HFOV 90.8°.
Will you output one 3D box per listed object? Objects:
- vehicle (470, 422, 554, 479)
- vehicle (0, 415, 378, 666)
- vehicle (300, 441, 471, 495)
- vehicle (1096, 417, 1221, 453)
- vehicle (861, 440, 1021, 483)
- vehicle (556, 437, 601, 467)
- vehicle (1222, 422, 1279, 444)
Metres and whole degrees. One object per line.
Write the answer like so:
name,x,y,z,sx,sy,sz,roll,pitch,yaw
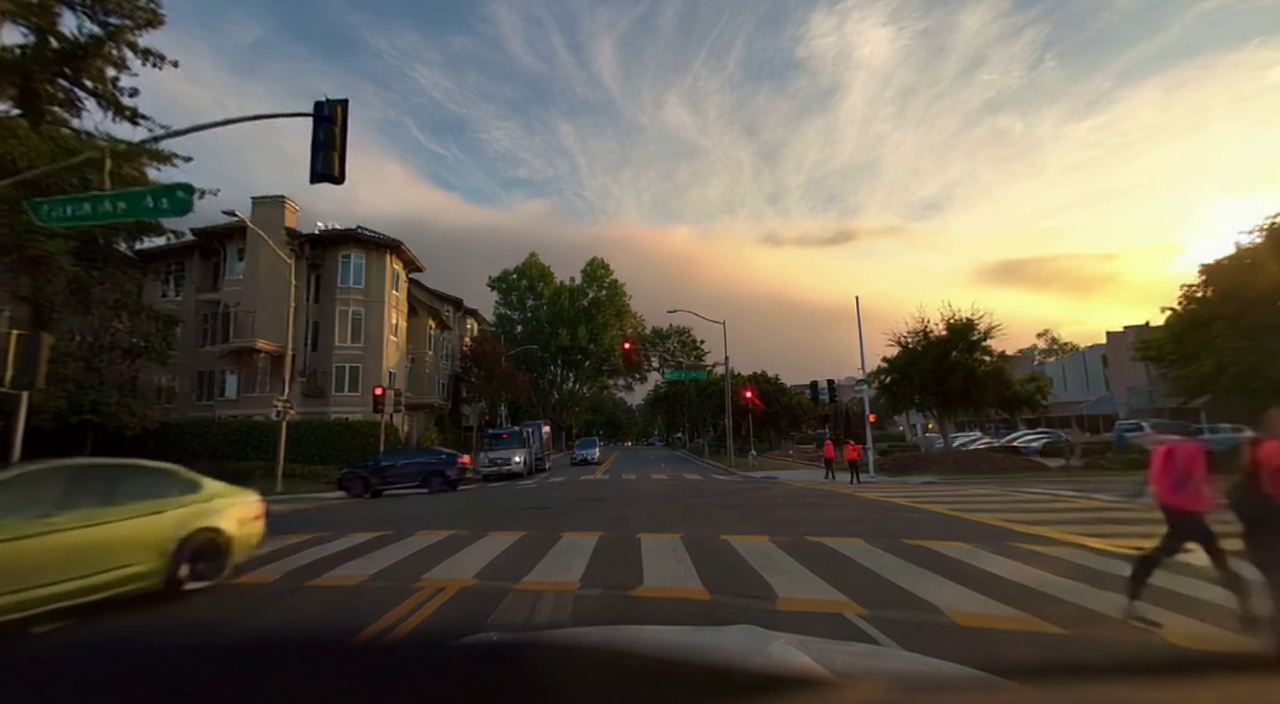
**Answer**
vehicle,-6.378,5.067,32.701,2.896,2.560,7.322,0,-8,-1
vehicle,-4.829,1.450,5.587,1.979,1.630,4.771,-2,-9,16
vehicle,-7.850,3.614,19.829,4.497,1.579,1.952,0,-9,-1
vehicle,33.387,5.397,40.802,5.969,2.225,2.458,0,-9,-3
vehicle,11.235,4.085,23.828,5.158,1.470,2.012,-4,-10,26
vehicle,-3.685,6.106,38.865,2.302,1.708,4.764,0,-9,0
vehicle,46.174,5.989,46.608,4.562,1.603,1.816,0,-8,0
